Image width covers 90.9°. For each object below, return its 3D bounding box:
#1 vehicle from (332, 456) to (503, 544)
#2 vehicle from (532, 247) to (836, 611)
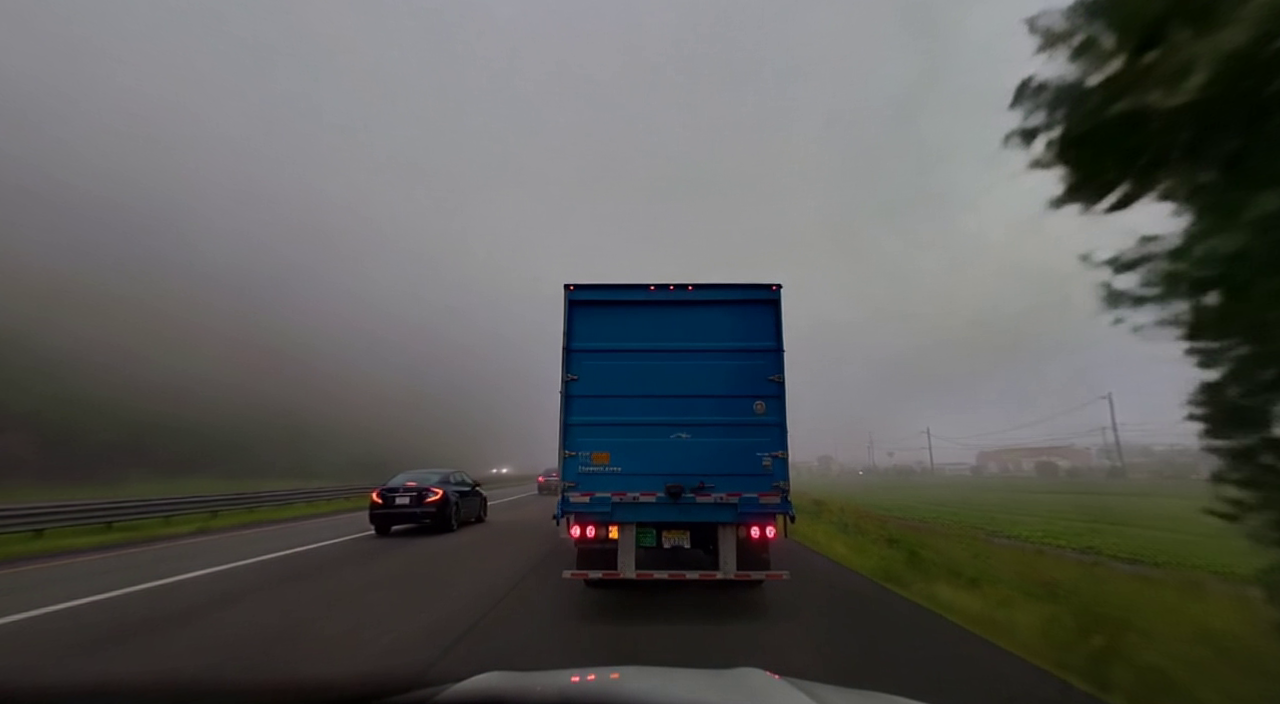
[{"bbox_3d":[-4.328,2.967,13.127,1.891,1.469,4.431,1,-11,0],"label":"vehicle"},{"bbox_3d":[0.627,1.453,10.476,2.831,3.529,8.689,0,-11,3],"label":"vehicle"}]
